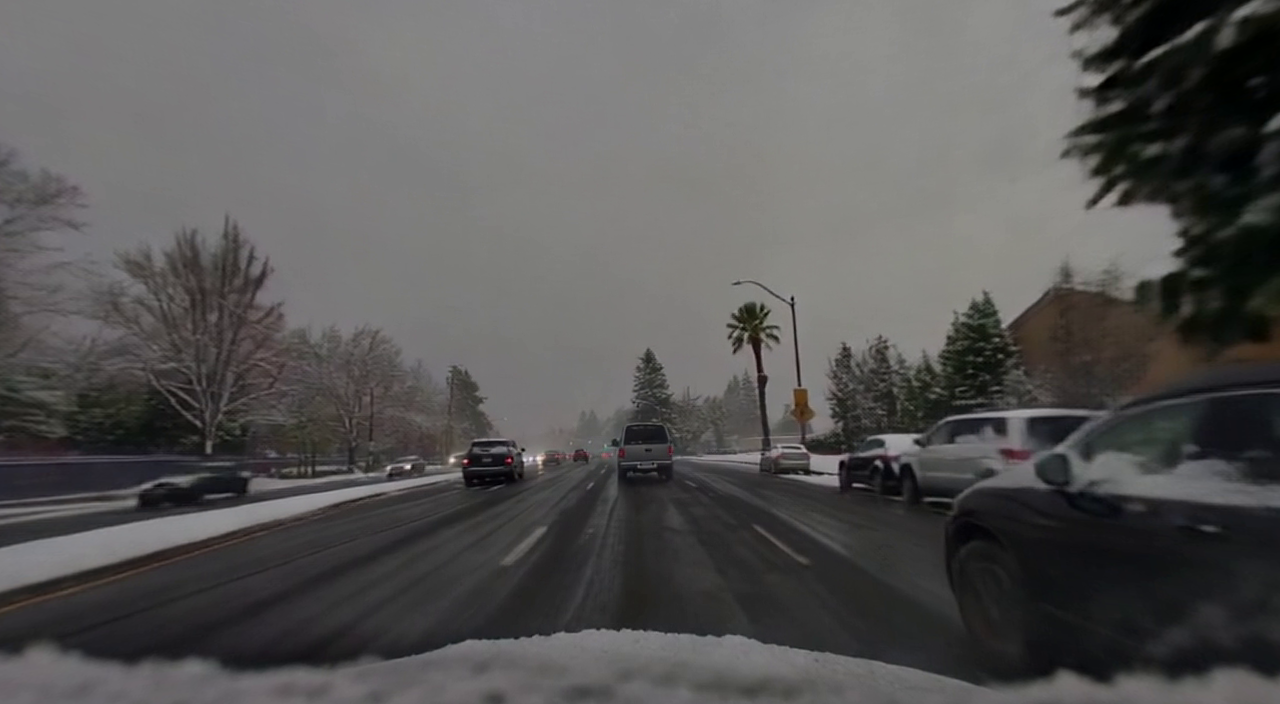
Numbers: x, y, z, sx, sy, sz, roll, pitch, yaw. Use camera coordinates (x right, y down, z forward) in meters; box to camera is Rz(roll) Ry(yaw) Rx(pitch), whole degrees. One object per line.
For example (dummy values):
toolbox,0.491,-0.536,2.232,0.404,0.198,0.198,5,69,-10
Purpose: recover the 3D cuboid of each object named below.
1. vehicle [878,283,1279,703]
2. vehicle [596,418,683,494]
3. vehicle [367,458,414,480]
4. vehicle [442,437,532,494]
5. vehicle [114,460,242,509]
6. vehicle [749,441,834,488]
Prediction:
vehicle,3.362,0.711,2.170,2.576,1.815,6.267,0,-9,0
vehicle,-0.193,3.444,21.169,2.507,2.161,6.049,0,-9,-3
vehicle,-19.135,8.984,48.364,1.994,1.524,4.698,0,-9,-4
vehicle,-5.011,3.777,21.275,2.235,1.682,4.662,0,-9,-5
vehicle,-18.773,5.380,25.832,2.048,1.679,4.356,-1,-9,-2
vehicle,4.984,3.757,21.357,2.178,1.411,4.732,-1,-9,6
